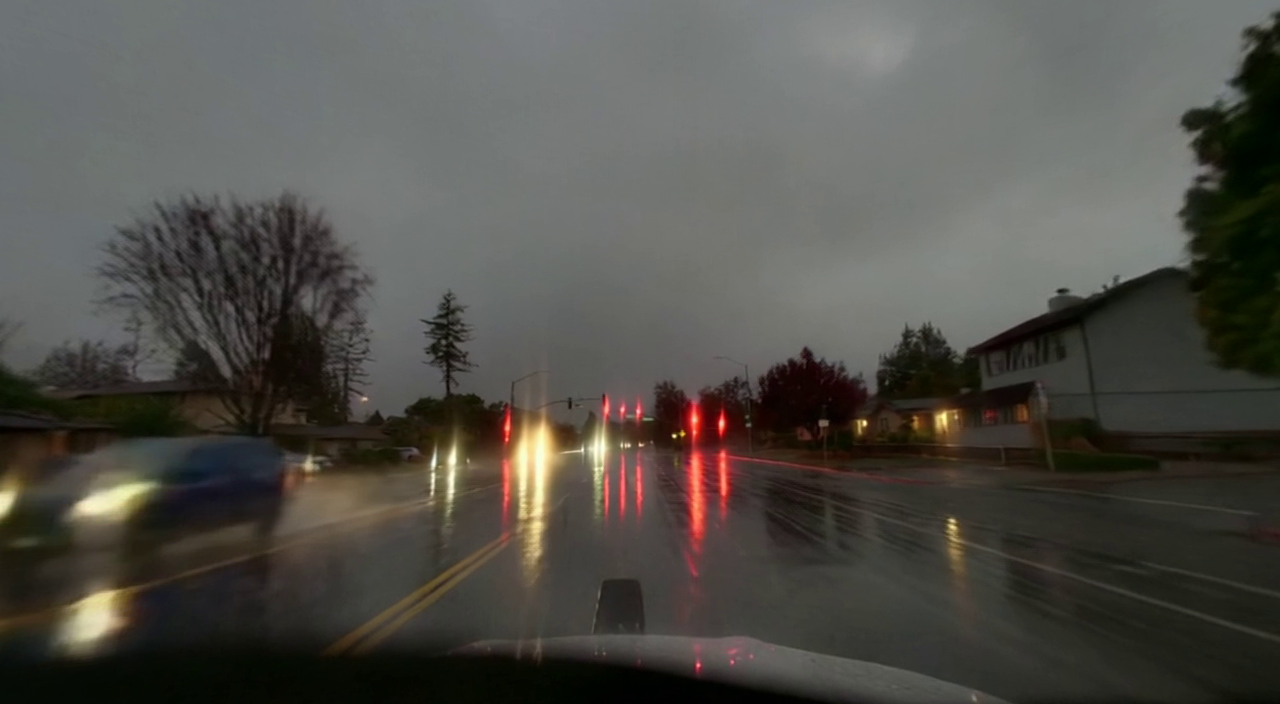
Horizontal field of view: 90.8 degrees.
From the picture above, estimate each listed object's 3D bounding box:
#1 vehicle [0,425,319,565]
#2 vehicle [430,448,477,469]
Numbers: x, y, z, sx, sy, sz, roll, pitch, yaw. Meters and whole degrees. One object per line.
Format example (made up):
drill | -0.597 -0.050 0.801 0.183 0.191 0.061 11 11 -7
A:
vehicle | -7.234 2.090 10.059 1.958 1.702 4.386 0 -8 -1
vehicle | -13.701 7.829 46.574 1.992 1.453 4.439 0 -8 2
